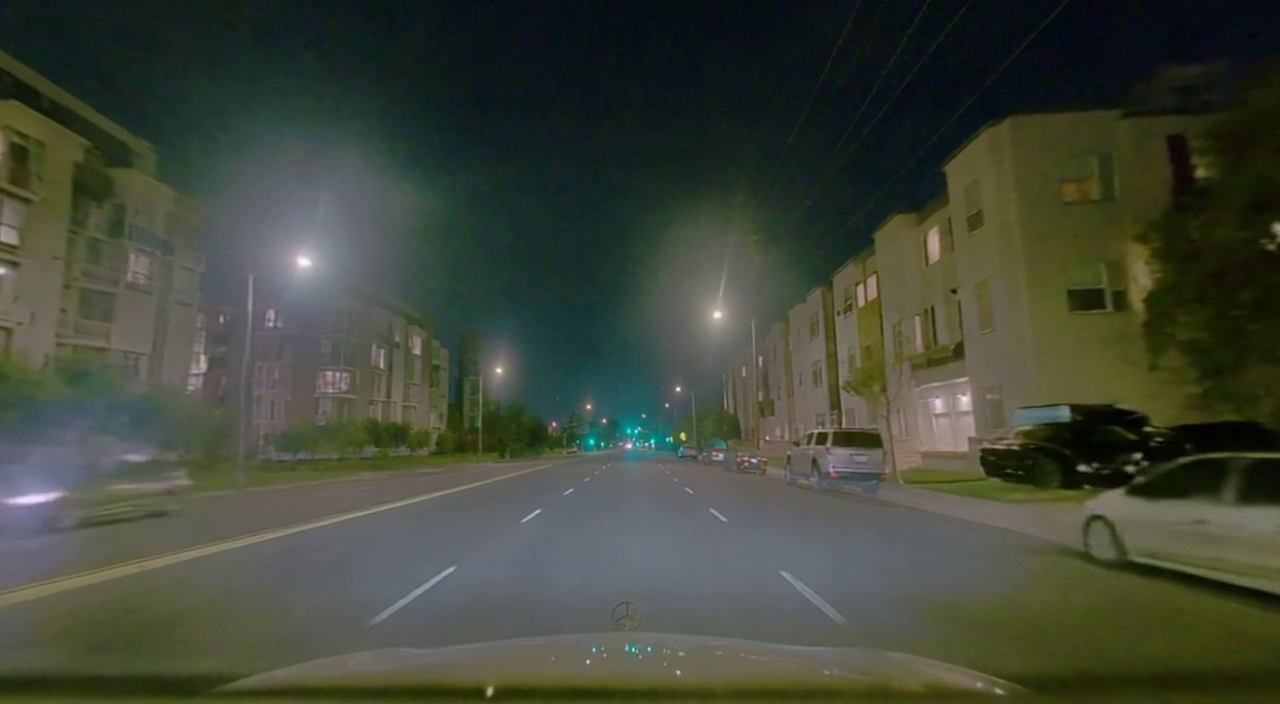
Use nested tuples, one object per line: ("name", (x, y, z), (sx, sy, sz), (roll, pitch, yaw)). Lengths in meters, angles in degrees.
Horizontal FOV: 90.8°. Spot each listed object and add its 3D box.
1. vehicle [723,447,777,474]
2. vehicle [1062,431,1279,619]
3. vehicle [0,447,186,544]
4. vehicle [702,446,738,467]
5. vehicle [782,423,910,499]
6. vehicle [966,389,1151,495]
("vehicle", (6.042, 6.034, 35.425), (2.013, 1.408, 5.011), (0, -9, -1))
("vehicle", (6.158, 1.463, 5.546), (1.914, 1.517, 4.320), (0, -9, 0))
("vehicle", (-10.679, 2.457, 11.317), (1.847, 1.460, 4.294), (0, -9, 1))
("vehicle", (5.912, 7.808, 47.516), (1.944, 1.478, 4.885), (0, -9, -2))
("vehicle", (6.283, 3.428, 20.287), (2.267, 2.037, 6.240), (-1, -9, 3))
("vehicle", (11.812, 2.608, 18.325), (1.794, 2.637, 4.533), (-1, -9, -5))
